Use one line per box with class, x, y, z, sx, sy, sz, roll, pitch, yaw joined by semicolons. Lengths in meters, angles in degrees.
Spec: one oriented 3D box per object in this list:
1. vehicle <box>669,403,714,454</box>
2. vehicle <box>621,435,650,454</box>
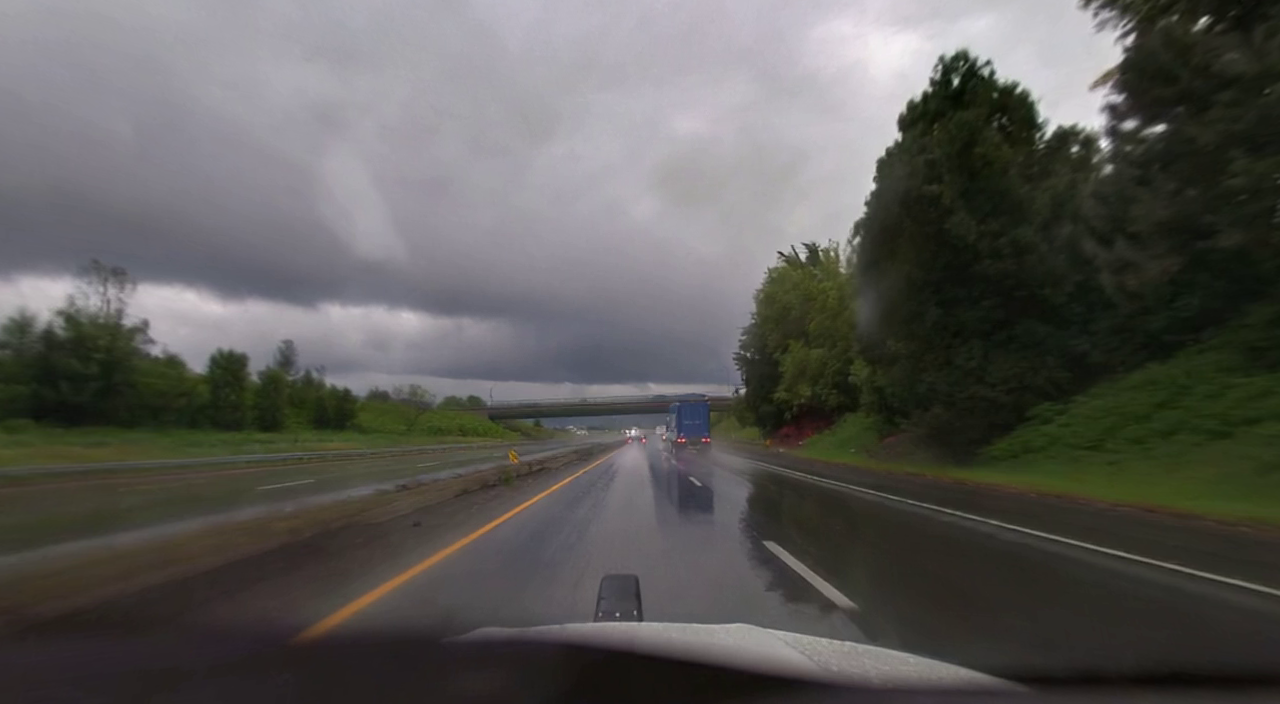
vehicle;3.584;5.490;44.886;2.913;3.491;2.811;0;-8;-1
vehicle;-0.327;6.829;46.807;1.996;1.325;4.029;0;-8;0
